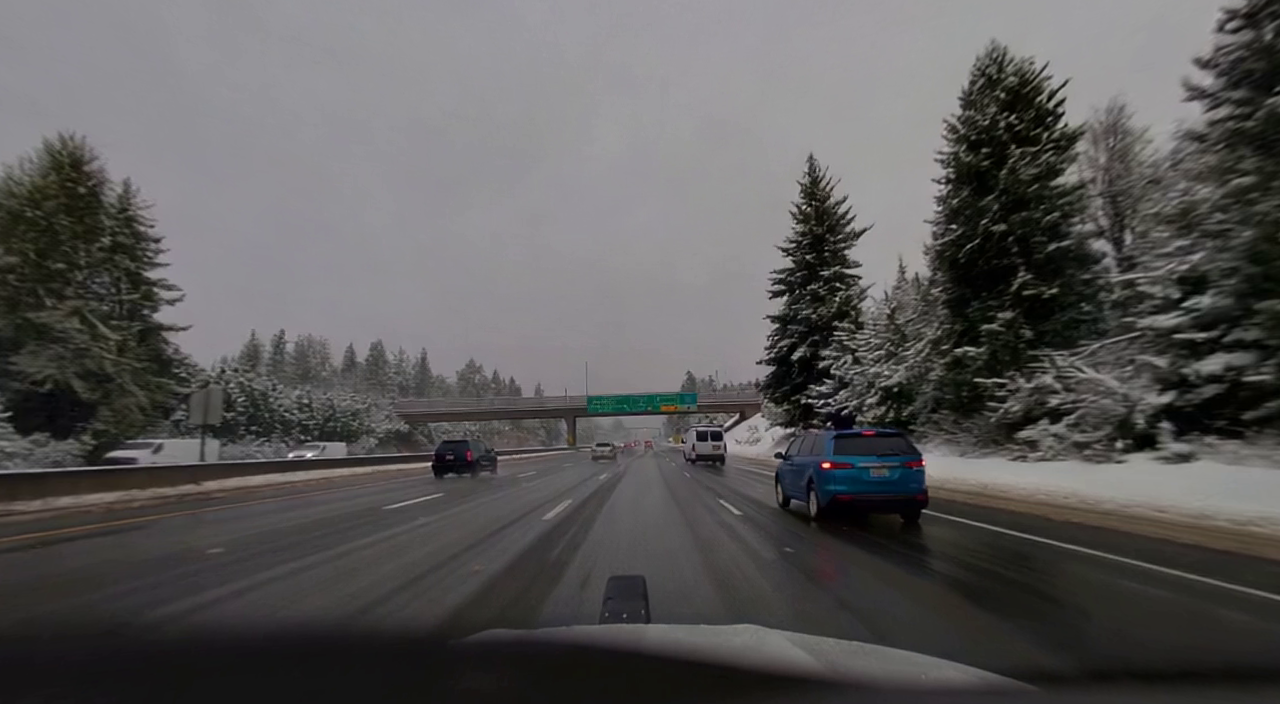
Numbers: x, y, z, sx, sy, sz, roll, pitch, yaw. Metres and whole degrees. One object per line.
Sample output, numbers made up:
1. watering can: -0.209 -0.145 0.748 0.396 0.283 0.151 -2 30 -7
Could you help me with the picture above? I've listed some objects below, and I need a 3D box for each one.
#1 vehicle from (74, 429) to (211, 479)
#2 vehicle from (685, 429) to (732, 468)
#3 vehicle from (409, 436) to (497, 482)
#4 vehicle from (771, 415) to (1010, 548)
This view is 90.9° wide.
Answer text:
1. vehicle: -36.099 7.436 46.342 2.791 3.222 8.831 0 -8 0
2. vehicle: 4.232 6.095 39.974 2.347 2.234 5.352 0 -8 0
3. vehicle: -7.378 4.265 25.448 2.068 1.632 4.623 0 -8 1
4. vehicle: 3.724 2.017 10.501 2.100 1.690 4.536 0 -8 0
